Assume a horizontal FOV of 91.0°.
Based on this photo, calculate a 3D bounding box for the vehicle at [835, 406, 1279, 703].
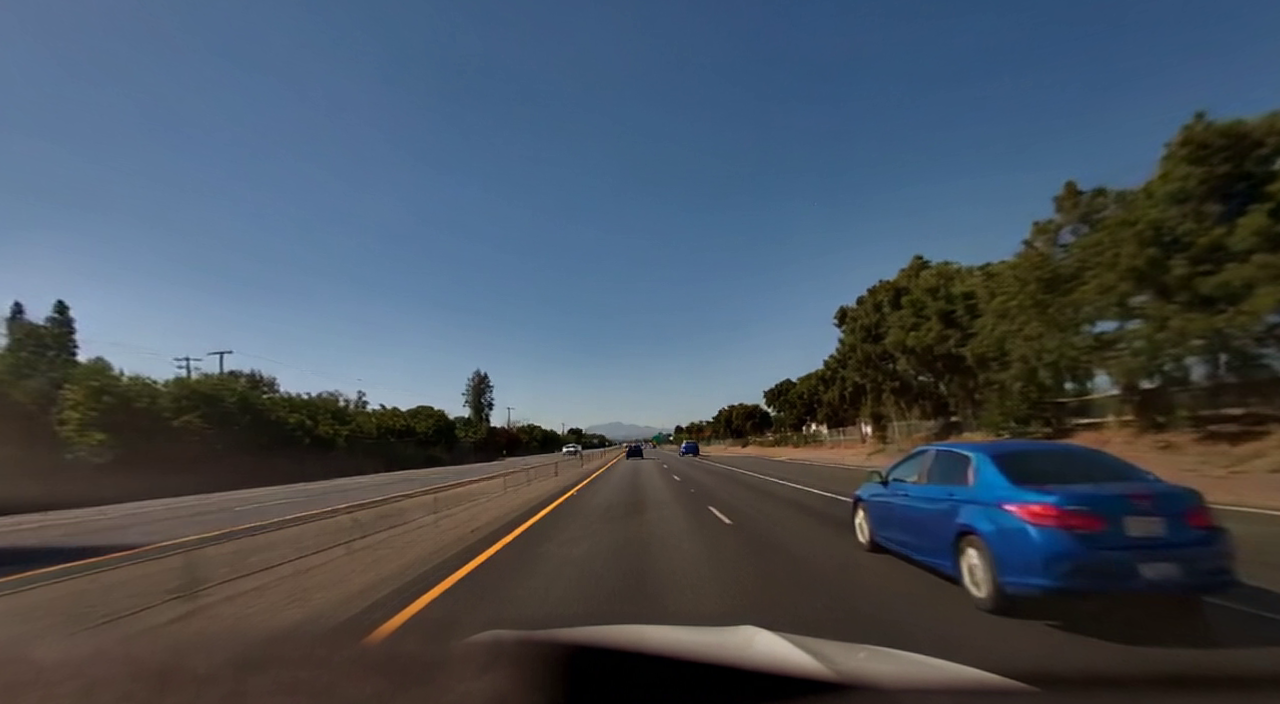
[{"bbox_3d":[3.143,1.280,4.697,1.957,1.496,4.327,0,-8,0],"label":"vehicle"}]

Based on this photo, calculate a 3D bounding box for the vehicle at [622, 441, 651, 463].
[{"bbox_3d":[-0.214,7.262,45.826,2.009,1.554,4.013,0,-8,0],"label":"vehicle"}]
